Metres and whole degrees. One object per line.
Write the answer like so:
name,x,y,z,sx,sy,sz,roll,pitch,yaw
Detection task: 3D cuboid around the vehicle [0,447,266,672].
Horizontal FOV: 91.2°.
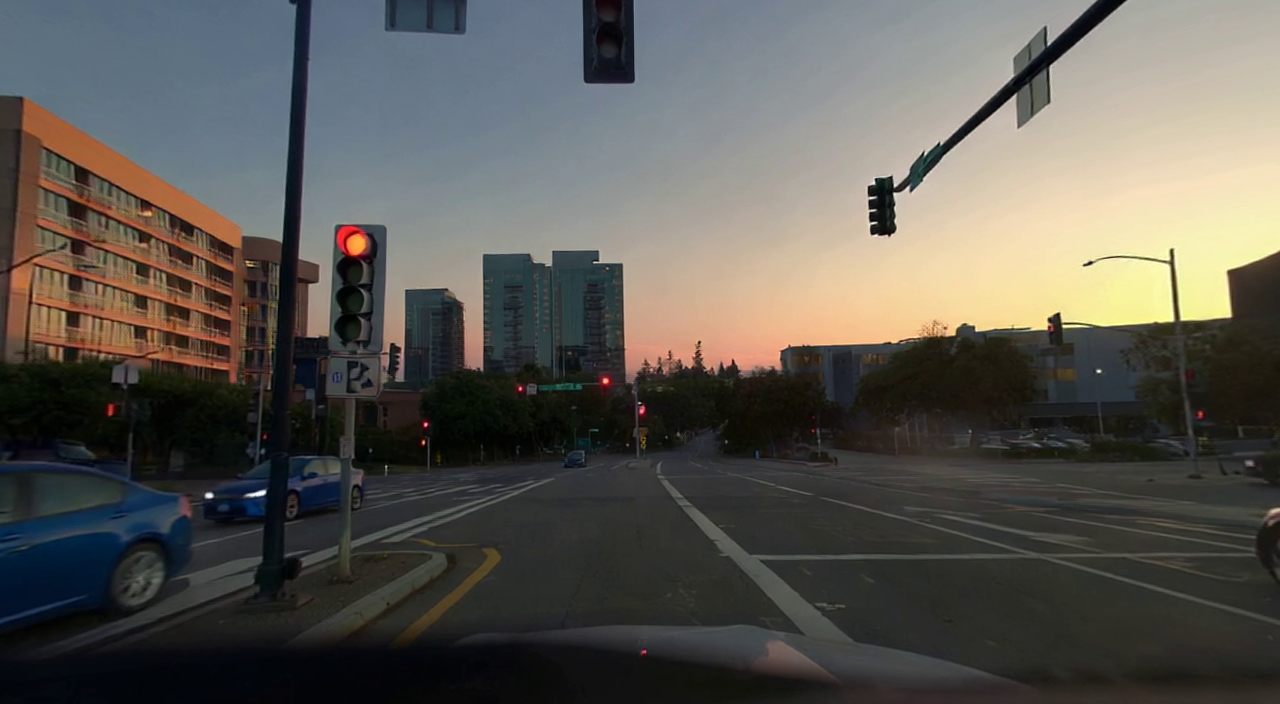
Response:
vehicle,-5.407,1.514,4.764,1.943,1.553,4.571,-1,-9,6

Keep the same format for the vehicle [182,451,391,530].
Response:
vehicle,-8.383,3.269,15.466,1.970,1.578,4.470,-2,-9,11
